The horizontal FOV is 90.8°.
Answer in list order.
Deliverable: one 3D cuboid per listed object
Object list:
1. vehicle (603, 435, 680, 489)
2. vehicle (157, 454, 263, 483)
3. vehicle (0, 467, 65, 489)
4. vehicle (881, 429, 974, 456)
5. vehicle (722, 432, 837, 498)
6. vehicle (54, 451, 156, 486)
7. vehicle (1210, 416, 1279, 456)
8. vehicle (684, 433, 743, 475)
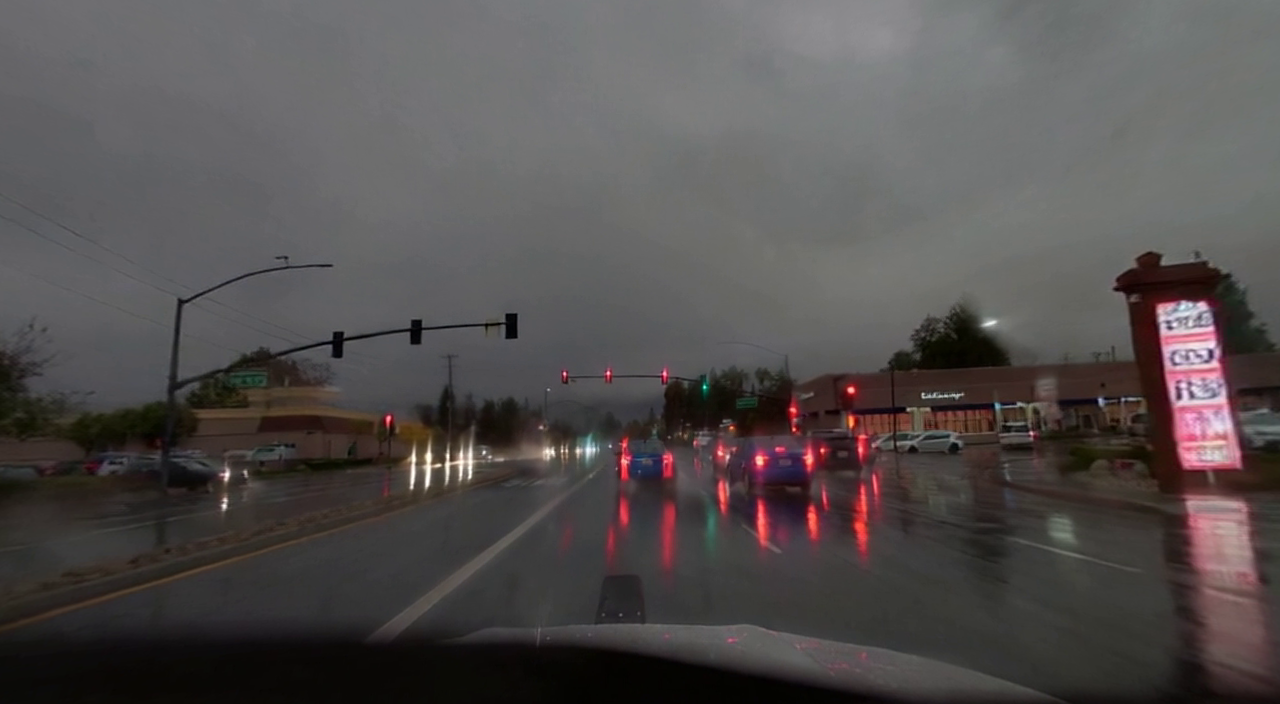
[{"bbox_3d":[0.007,3.367,19.647,2.135,1.468,4.076,0,-8,-1],"label":"vehicle"},{"bbox_3d":[-26.303,7.135,38.785,4.780,1.669,2.232,0,-8,-2],"label":"vehicle"},{"bbox_3d":[-44.549,8.995,45.297,4.604,1.447,1.892,0,-8,-3],"label":"vehicle"},{"bbox_3d":[19.966,6.311,44.078,5.438,1.776,2.032,0,-8,0],"label":"vehicle"},{"bbox_3d":[3.478,2.915,16.704,1.889,1.473,4.643,0,-8,-1],"label":"vehicle"},{"bbox_3d":[-38.336,8.336,45.391,5.135,2.388,2.288,0,-8,-1],"label":"vehicle"},{"bbox_3d":[25.898,3.512,26.277,2.222,1.538,4.817,-5,-10,30],"label":"vehicle"},{"bbox_3d":[3.114,4.445,27.719,1.973,1.633,4.717,0,-8,-1],"label":"vehicle"}]
